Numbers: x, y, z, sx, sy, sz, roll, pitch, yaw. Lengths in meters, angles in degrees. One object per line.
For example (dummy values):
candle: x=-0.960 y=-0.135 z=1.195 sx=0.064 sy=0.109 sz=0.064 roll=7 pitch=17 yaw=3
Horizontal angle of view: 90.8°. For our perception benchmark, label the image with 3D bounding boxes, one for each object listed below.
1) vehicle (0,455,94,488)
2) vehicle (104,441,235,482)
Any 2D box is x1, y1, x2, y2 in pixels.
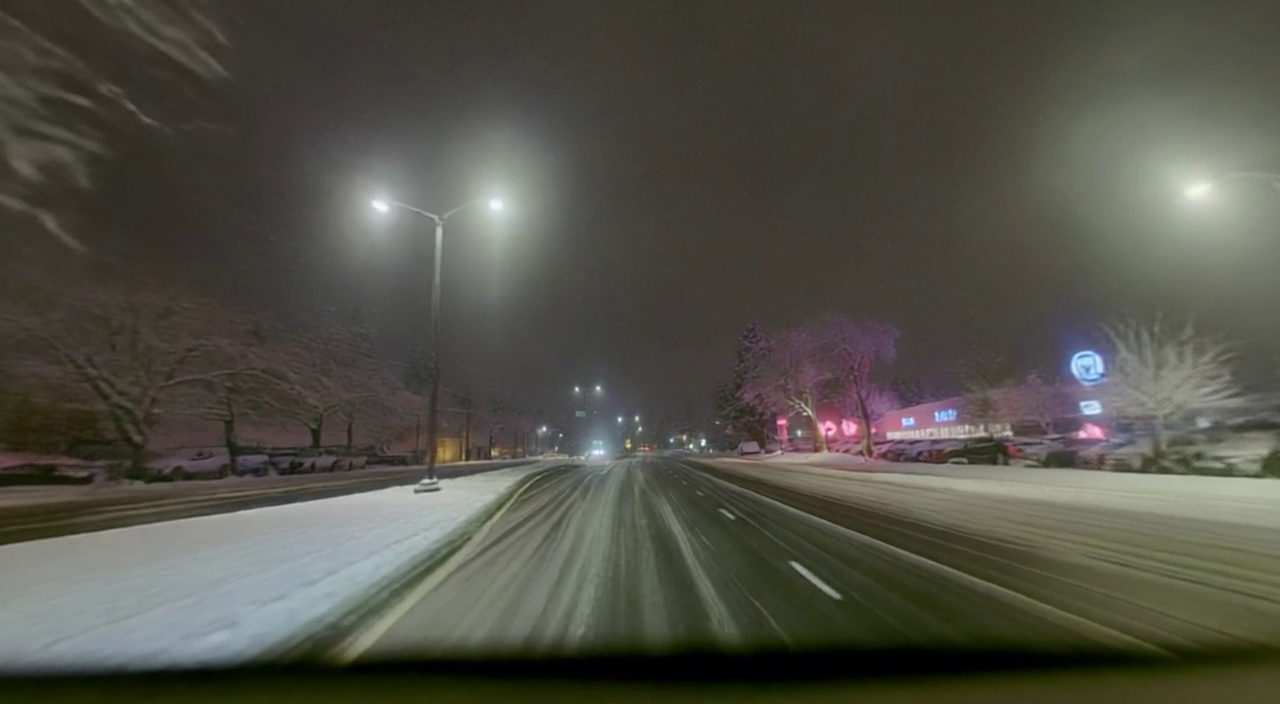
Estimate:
vehicle: x=-31.287 y=6.142 z=32.774 sx=1.863 sy=1.525 sz=4.518 roll=0 pitch=-9 yaw=0
vehicle: x=-25.446 y=5.941 z=34.313 sx=5.442 sy=1.851 sz=2.152 roll=-3 pitch=-9 yaw=1
